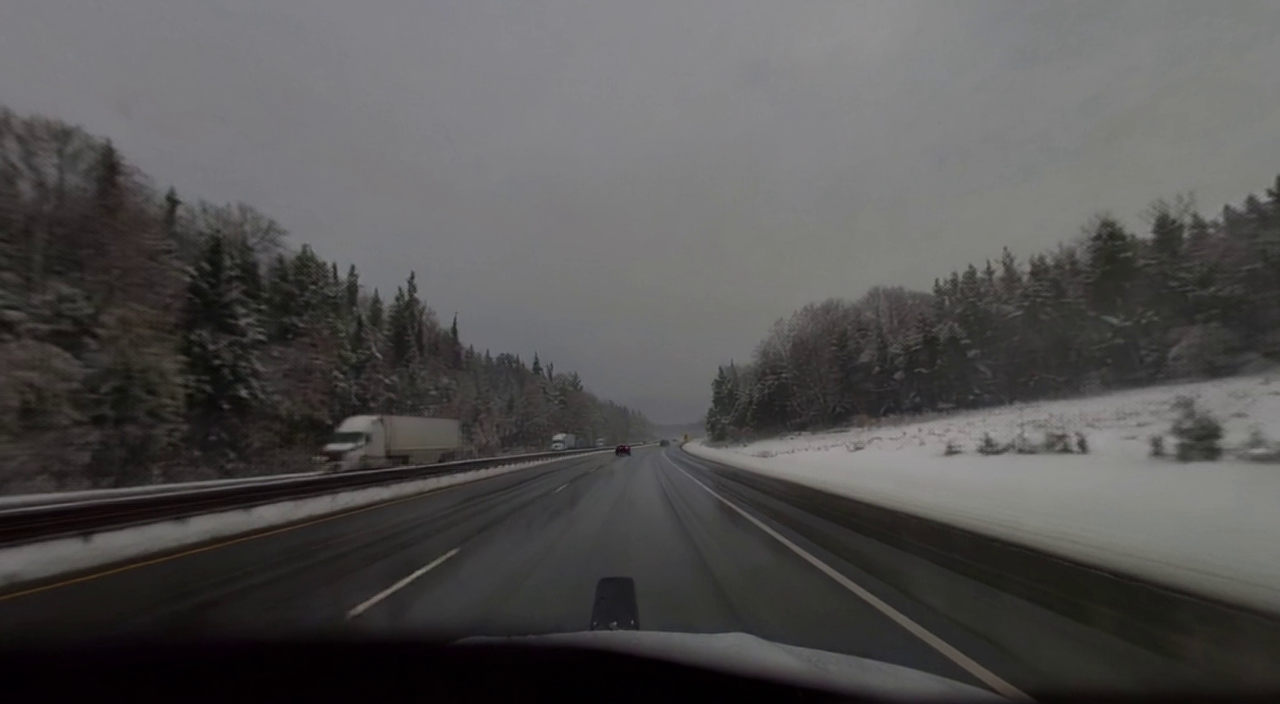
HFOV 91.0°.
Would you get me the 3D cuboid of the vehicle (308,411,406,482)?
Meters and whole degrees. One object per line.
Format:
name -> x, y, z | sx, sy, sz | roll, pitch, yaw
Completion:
vehicle -> -16.999, 5.713, 38.296 | 3.007, 3.957, 5.959 | -1, -8, 1
